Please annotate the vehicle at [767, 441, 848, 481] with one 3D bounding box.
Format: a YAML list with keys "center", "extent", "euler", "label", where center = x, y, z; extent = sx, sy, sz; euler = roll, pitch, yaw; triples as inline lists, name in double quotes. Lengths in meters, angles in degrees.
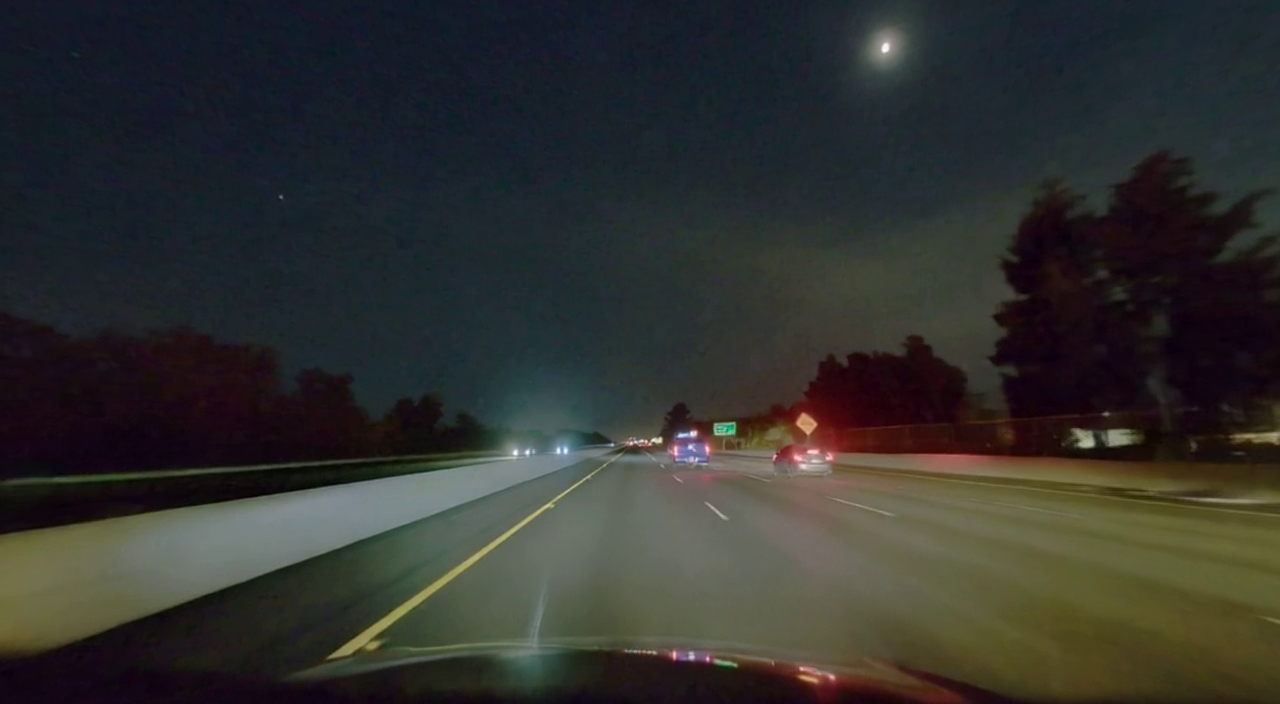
- center: [6.493, 4.268, 25.025]
  extent: [2.009, 1.456, 4.097]
  euler: [0, -9, -1]
  label: "vehicle"

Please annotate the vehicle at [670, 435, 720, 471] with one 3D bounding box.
- center: [2.919, 5.523, 34.701]
  extent: [2.258, 1.824, 4.908]
  euler: [0, -9, -1]
  label: "vehicle"
